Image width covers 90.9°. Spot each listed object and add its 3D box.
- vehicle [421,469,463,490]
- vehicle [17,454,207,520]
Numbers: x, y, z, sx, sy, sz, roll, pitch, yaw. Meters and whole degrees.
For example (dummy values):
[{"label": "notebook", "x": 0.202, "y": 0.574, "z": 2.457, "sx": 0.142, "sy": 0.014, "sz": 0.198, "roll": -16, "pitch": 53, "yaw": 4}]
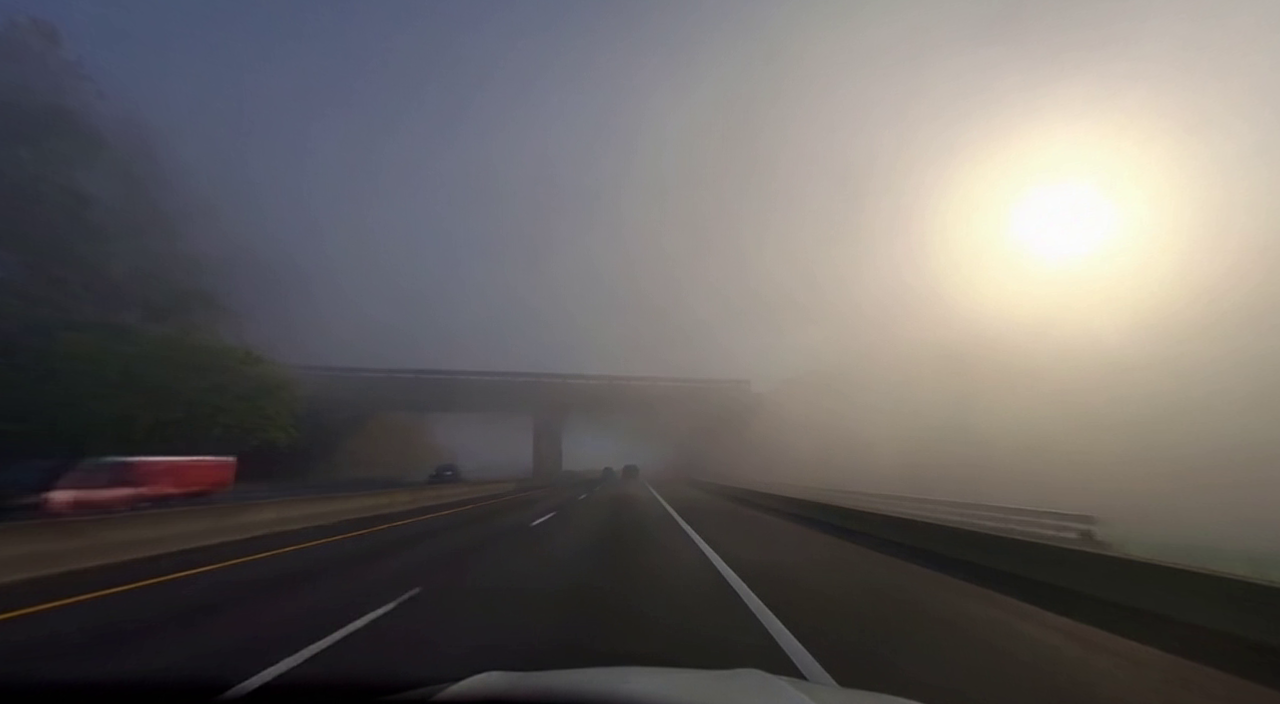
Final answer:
[{"label": "vehicle", "x": -15.124, "y": 9.757, "z": 48.355, "sx": 1.833, "sy": 1.469, "sz": 3.648, "roll": 0, "pitch": -11, "yaw": 2}, {"label": "vehicle", "x": -17.218, "y": 4.418, "z": 20.996, "sx": 2.039, "sy": 1.876, "sz": 4.852, "roll": 1, "pitch": -11, "yaw": 0}]
